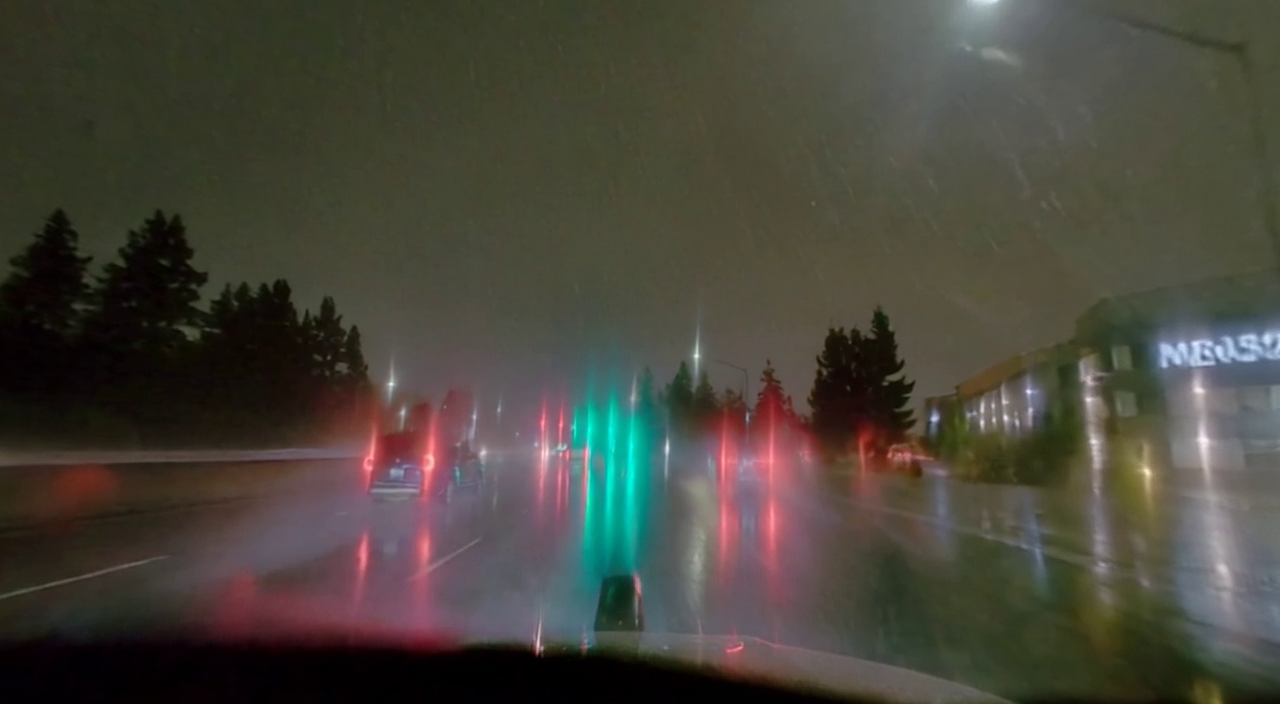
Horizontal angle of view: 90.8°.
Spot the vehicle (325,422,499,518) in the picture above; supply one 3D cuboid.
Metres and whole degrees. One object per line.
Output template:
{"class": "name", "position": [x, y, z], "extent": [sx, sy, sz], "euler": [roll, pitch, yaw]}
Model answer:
{"class": "vehicle", "position": [-4.829, 2.573, 14.329], "extent": [2.176, 1.779, 4.755], "euler": [0, -8, 0]}

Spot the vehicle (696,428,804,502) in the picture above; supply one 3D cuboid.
{"class": "vehicle", "position": [2.746, 2.929, 16.797], "extent": [1.997, 1.686, 4.247], "euler": [0, -8, -1]}
